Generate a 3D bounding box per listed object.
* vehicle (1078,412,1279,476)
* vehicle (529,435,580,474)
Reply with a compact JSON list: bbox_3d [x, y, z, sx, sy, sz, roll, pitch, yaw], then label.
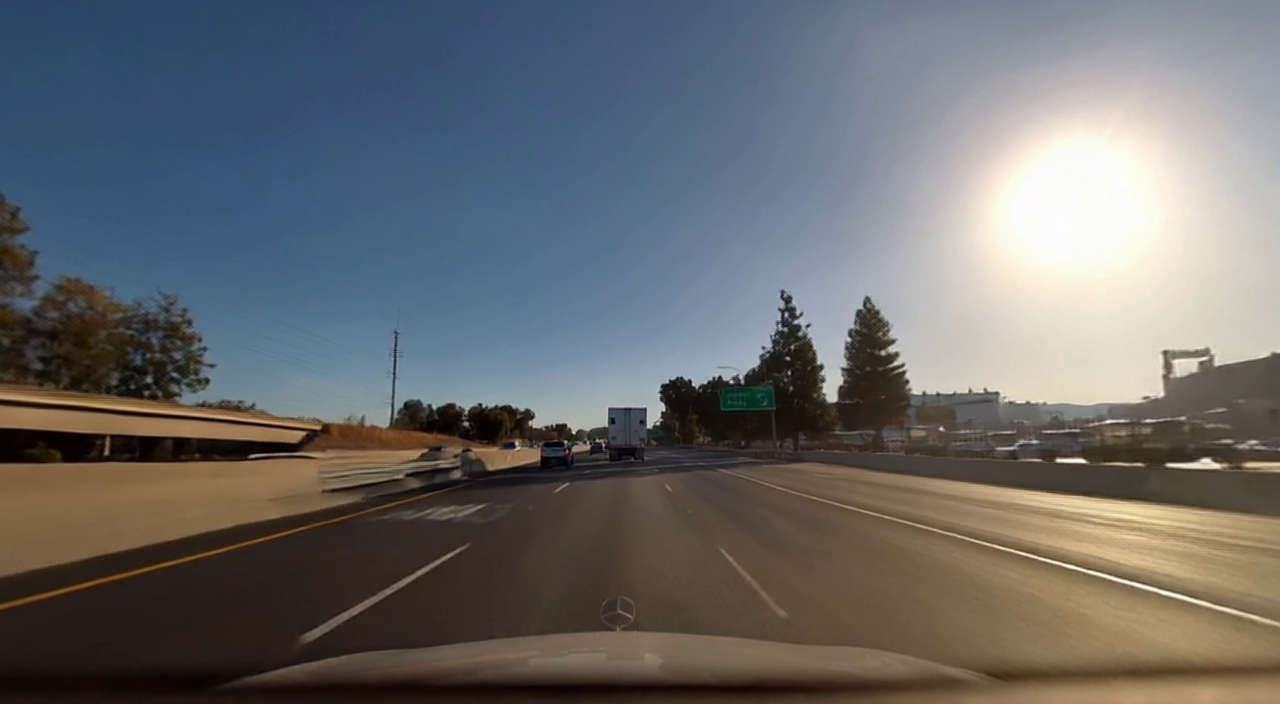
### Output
[{"bbox_3d":[37.181,6.403,44.270,2.828,3.959,9.966,4,-9,-33],"label":"vehicle"},{"bbox_3d":[-4.564,5.558,34.411,2.095,1.930,4.680,0,-8,0],"label":"vehicle"}]
